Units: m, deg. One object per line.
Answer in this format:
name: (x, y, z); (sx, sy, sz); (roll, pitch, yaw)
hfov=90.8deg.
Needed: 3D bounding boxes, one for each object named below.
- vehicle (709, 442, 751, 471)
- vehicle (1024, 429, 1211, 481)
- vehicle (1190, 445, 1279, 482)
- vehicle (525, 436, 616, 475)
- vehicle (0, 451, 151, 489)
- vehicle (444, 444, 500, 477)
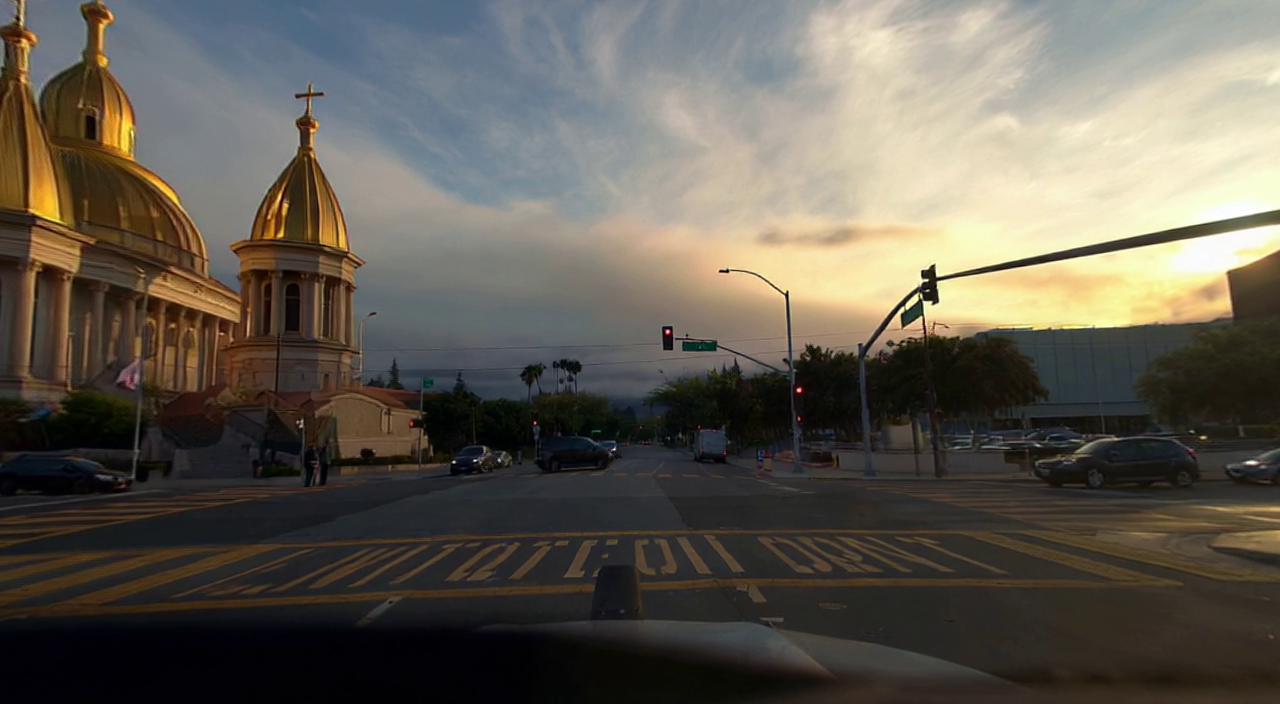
vehicle: (5.839, 6.855, 41.504); (1.969, 1.776, 4.329); (0, -8, -2)
vehicle: (19.890, 4.304, 26.571); (5.852, 2.057, 2.361); (0, -8, 1)
vehicle: (26.392, 4.678, 26.683); (4.561, 1.475, 1.850); (0, -8, 0)
vehicle: (-3.305, 5.031, 30.955); (2.051, 1.724, 4.567); (-5, -10, 30)
vehicle: (-23.351, 4.864, 26.230); (4.479, 1.476, 1.873); (0, -8, 1)
vehicle: (-10.240, 6.604, 38.909); (2.076, 1.876, 4.669); (0, -8, 1)
